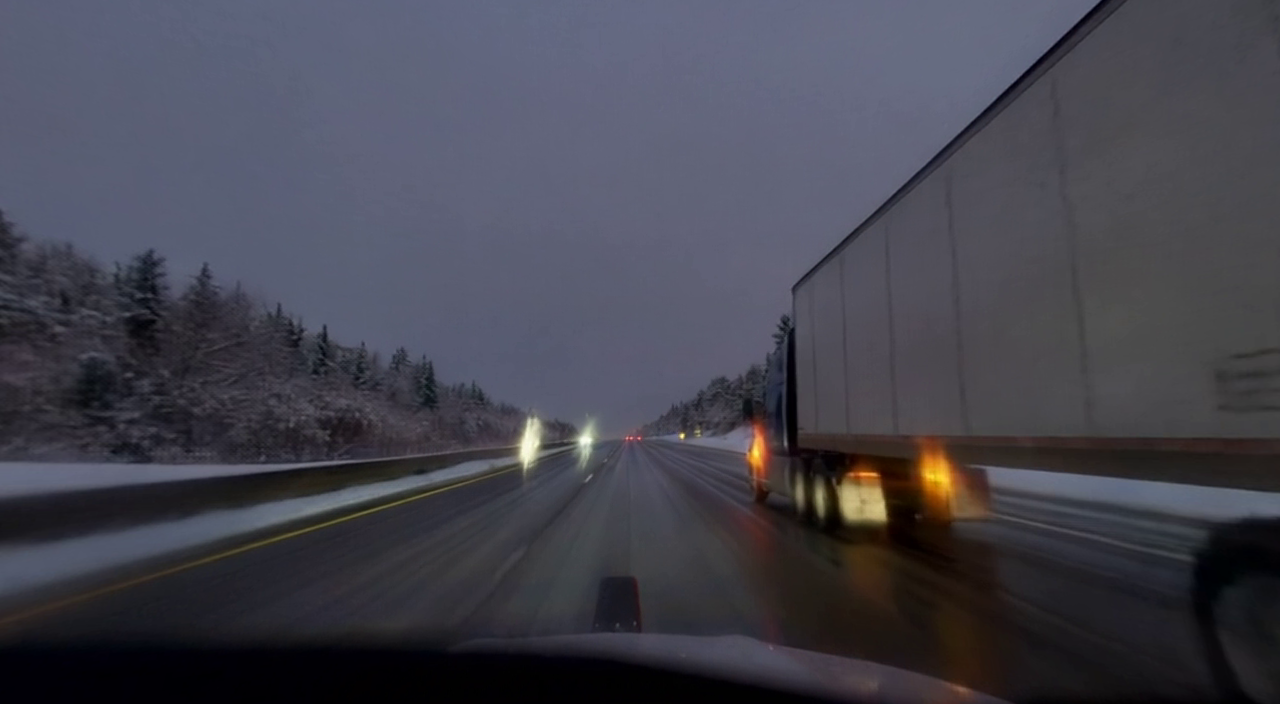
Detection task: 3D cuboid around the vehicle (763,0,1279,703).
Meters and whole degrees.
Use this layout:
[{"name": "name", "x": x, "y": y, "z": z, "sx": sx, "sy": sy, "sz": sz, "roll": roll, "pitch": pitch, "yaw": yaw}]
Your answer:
[{"name": "vehicle", "x": 4.050, "y": 0.021, "z": 5.306, "sx": 2.920, "sy": 4.029, "sz": 13.900, "roll": 0, "pitch": -8, "yaw": -1}]
